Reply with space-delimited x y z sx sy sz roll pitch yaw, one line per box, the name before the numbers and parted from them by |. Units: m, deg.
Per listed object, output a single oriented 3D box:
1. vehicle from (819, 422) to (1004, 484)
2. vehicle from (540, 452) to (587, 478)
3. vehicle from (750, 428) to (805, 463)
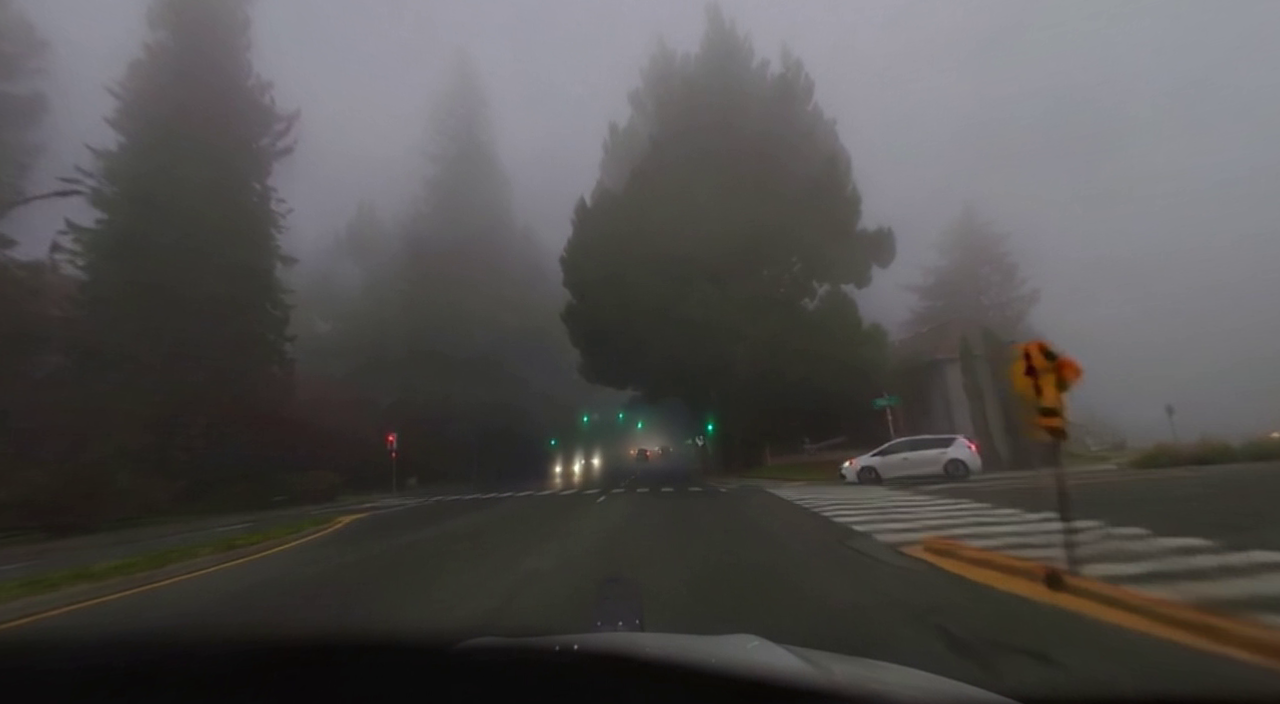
vehicle | 8.215 3.156 19.684 4.906 1.729 2.414 -3 -10 17
vehicle | -4.608 6.882 38.789 2.078 1.467 4.376 -1 -9 4
vehicle | 9.530 6.607 44.405 2.649 2.151 6.555 -2 -9 3
